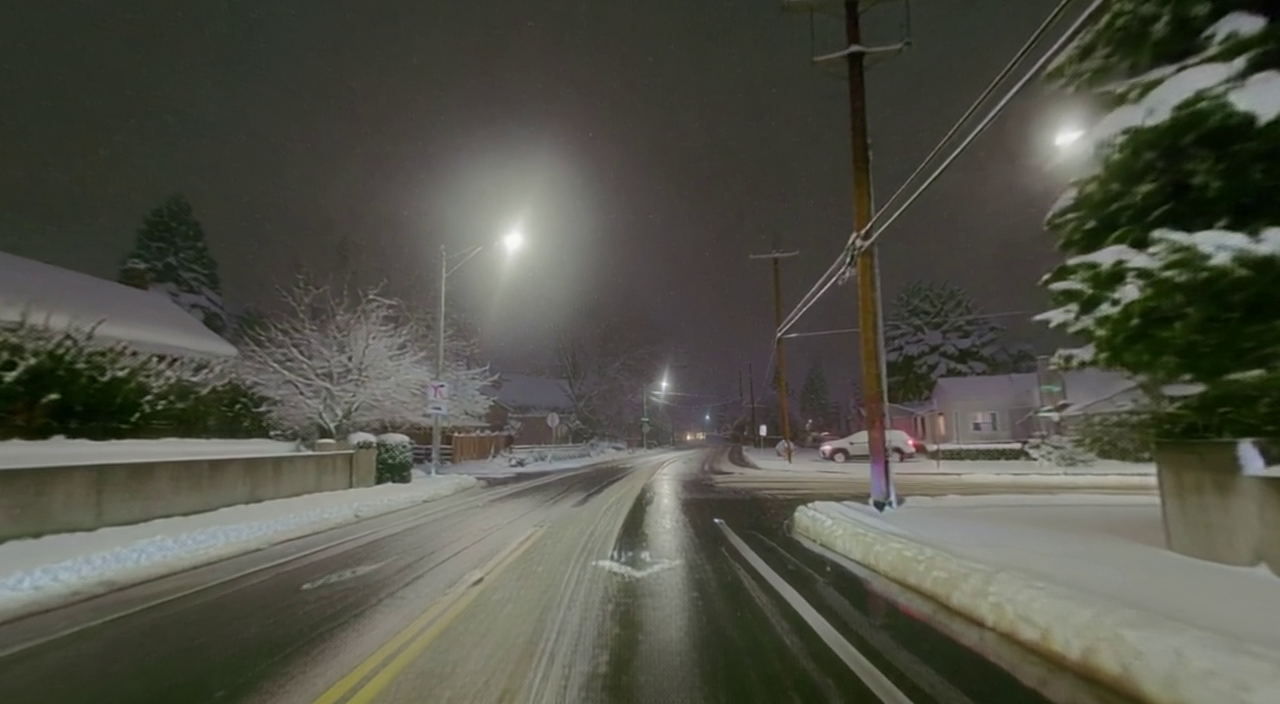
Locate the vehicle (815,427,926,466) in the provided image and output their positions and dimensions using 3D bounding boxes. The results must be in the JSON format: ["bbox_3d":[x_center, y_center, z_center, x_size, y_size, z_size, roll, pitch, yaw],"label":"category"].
[{"bbox_3d":[10.989,4.532,30.308,4.614,1.764,1.860,-1,-9,5],"label":"vehicle"}]
